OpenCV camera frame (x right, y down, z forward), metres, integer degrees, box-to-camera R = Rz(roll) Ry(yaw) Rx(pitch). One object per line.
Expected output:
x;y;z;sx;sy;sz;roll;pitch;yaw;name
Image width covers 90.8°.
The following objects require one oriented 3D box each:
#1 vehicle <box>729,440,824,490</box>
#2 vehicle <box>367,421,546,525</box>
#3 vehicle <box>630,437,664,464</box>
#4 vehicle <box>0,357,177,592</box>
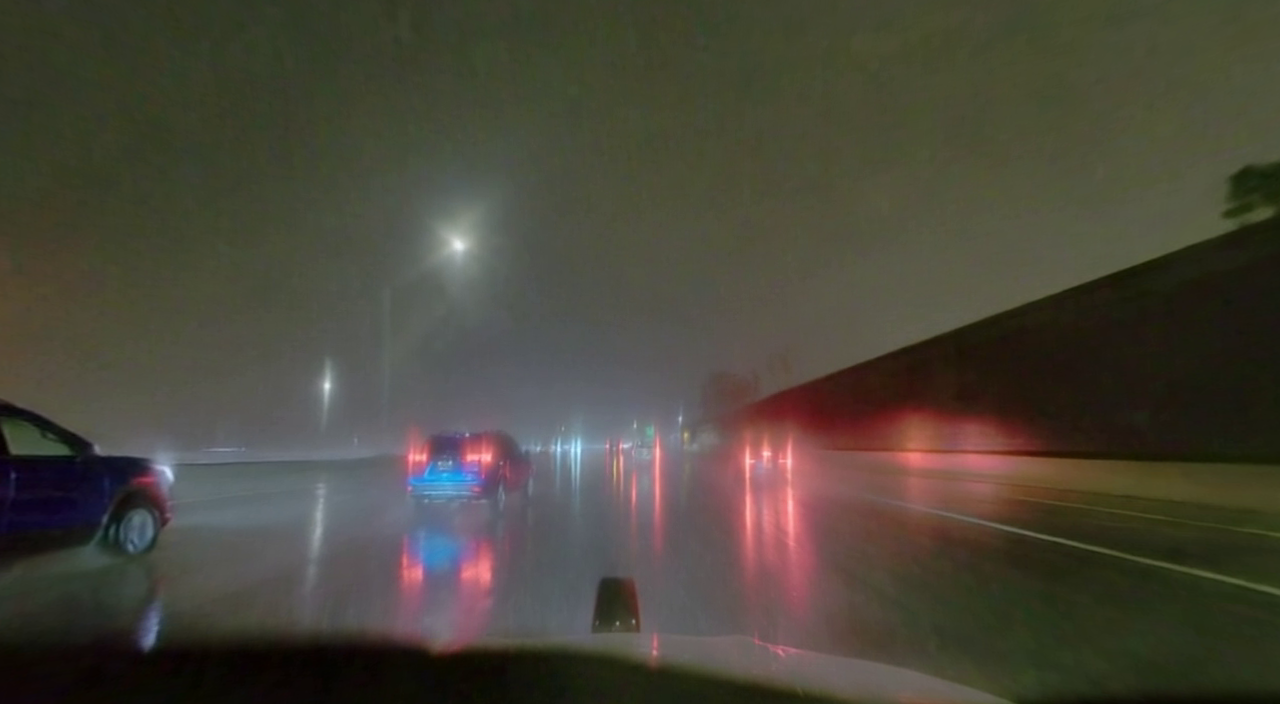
4.307;3.622;20.686;2.083;1.453;4.307;0;-8;-1;vehicle
-3.239;2.233;12.204;2.193;1.641;4.077;0;-8;1;vehicle
0.506;7.150;46.162;2.428;1.841;4.402;0;-8;1;vehicle
-6.572;0.944;4.692;2.327;1.958;5.113;0;-8;0;vehicle
